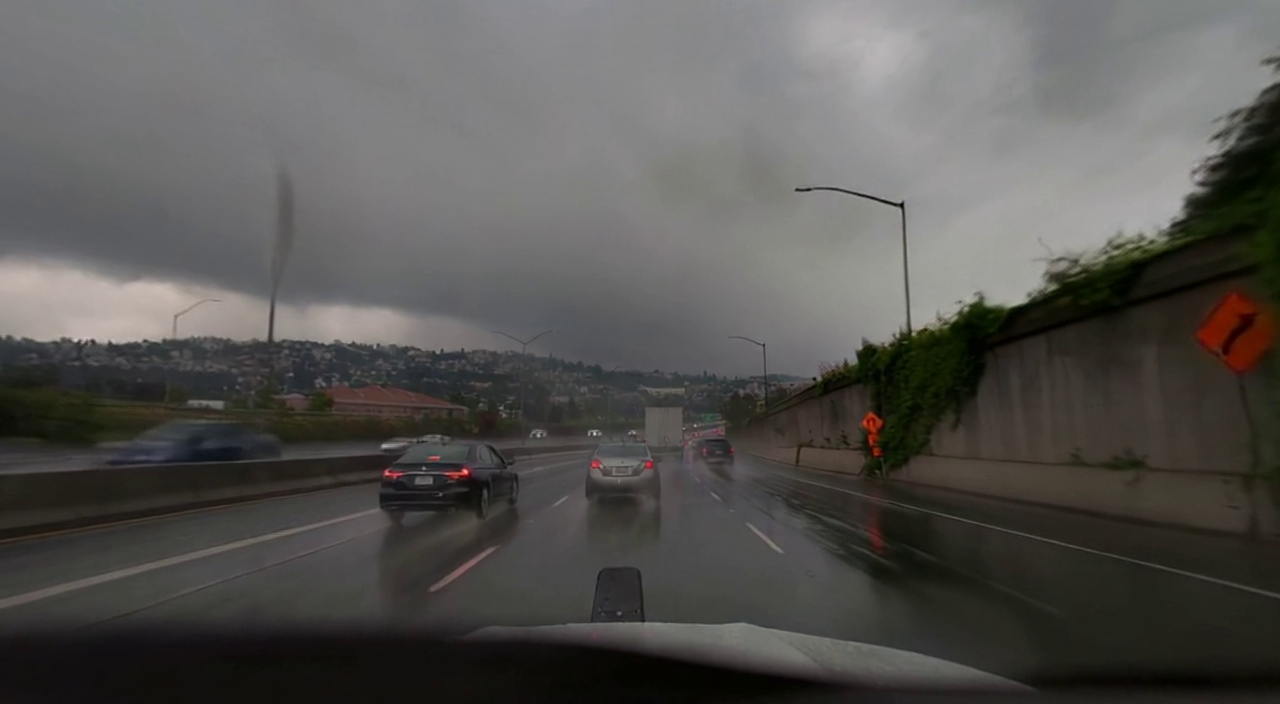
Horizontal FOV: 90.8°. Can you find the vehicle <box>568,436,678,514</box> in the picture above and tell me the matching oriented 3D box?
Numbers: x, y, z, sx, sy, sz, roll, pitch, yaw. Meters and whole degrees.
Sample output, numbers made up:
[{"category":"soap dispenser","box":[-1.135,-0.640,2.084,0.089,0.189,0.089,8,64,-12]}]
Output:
[{"category":"vehicle","box":[-0.296,2.684,14.237,2.136,1.470,3.971,-1,-9,1]}]

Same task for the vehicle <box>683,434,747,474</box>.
[{"category":"vehicle","box":[3.324,4.652,28.923,2.166,1.666,4.618,0,-9,-2]}]

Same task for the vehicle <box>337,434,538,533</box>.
[{"category":"vehicle","box":[-3.516,2.403,12.220,2.130,1.474,5.027,-1,-9,1]}]
